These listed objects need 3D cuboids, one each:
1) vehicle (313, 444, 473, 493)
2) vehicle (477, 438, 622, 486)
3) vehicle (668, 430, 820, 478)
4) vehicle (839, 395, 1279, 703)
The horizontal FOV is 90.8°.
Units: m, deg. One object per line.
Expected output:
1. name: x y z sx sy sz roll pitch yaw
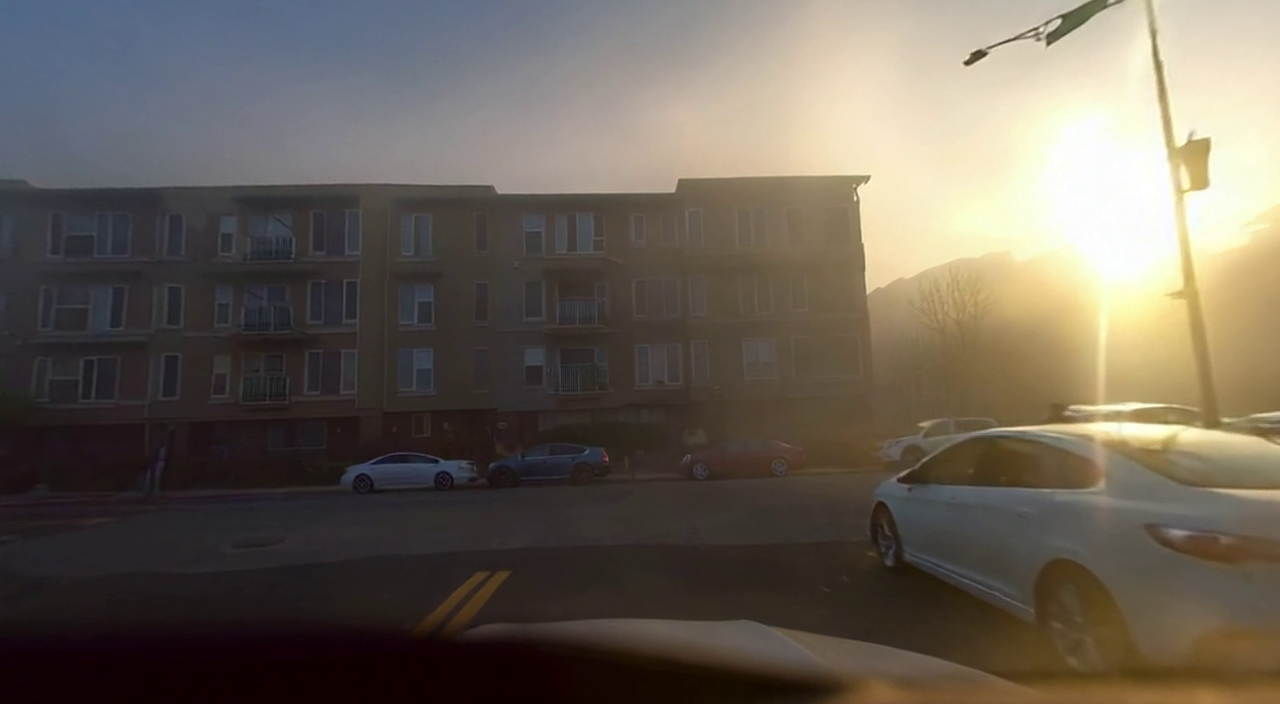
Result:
1. vehicle: -7.792 3.706 20.312 4.423 1.449 1.813 1 -9 -5
2. vehicle: -2.859 3.578 20.698 4.489 1.470 1.776 1 -8 -4
3. vehicle: 3.353 3.377 20.979 4.681 1.480 1.817 1 -8 -4
4. vehicle: 3.212 1.270 5.053 1.991 1.489 4.693 0 -8 4
